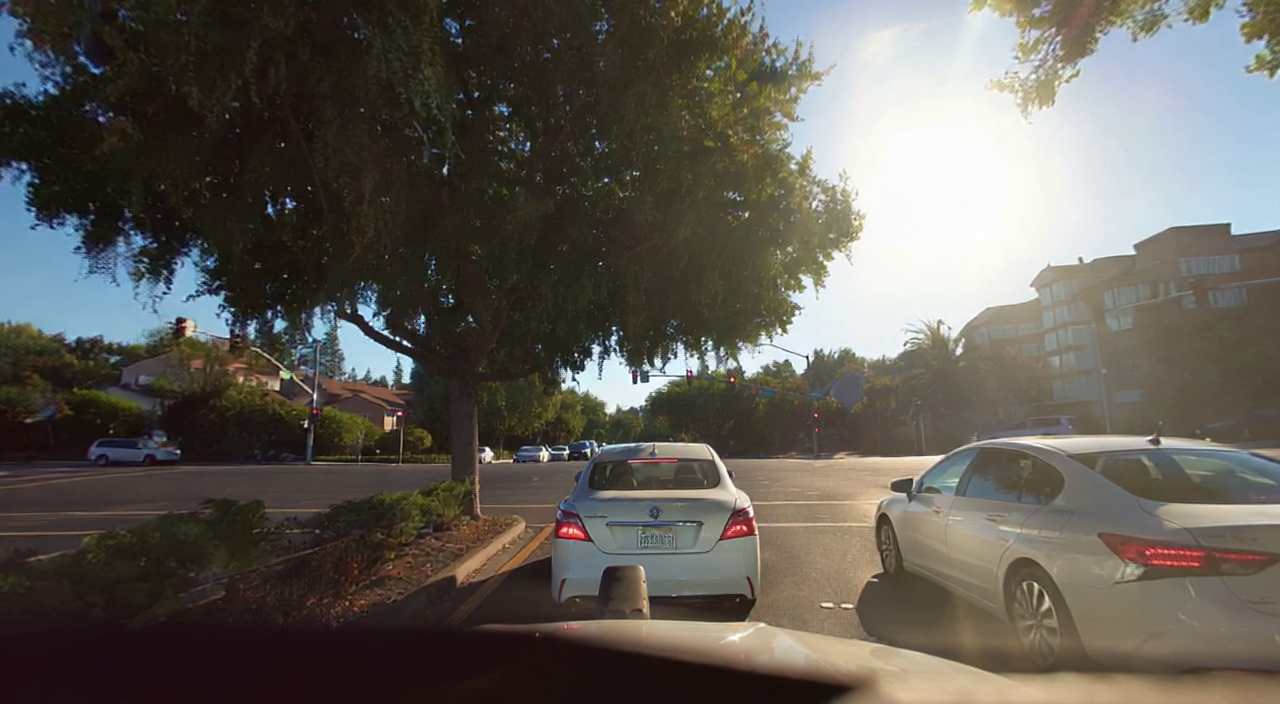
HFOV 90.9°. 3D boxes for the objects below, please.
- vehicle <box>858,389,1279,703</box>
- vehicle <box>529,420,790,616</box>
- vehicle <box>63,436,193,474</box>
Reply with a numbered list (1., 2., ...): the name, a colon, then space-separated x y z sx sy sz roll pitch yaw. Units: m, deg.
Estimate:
1. vehicle: 3.179 1.124 3.889 1.931 1.493 4.555 0 -8 -1
2. vehicle: 0.112 1.568 6.868 2.017 1.485 3.813 0 -8 -1
3. vehicle: -24.261 4.871 29.999 4.450 1.684 1.894 0 -8 0
